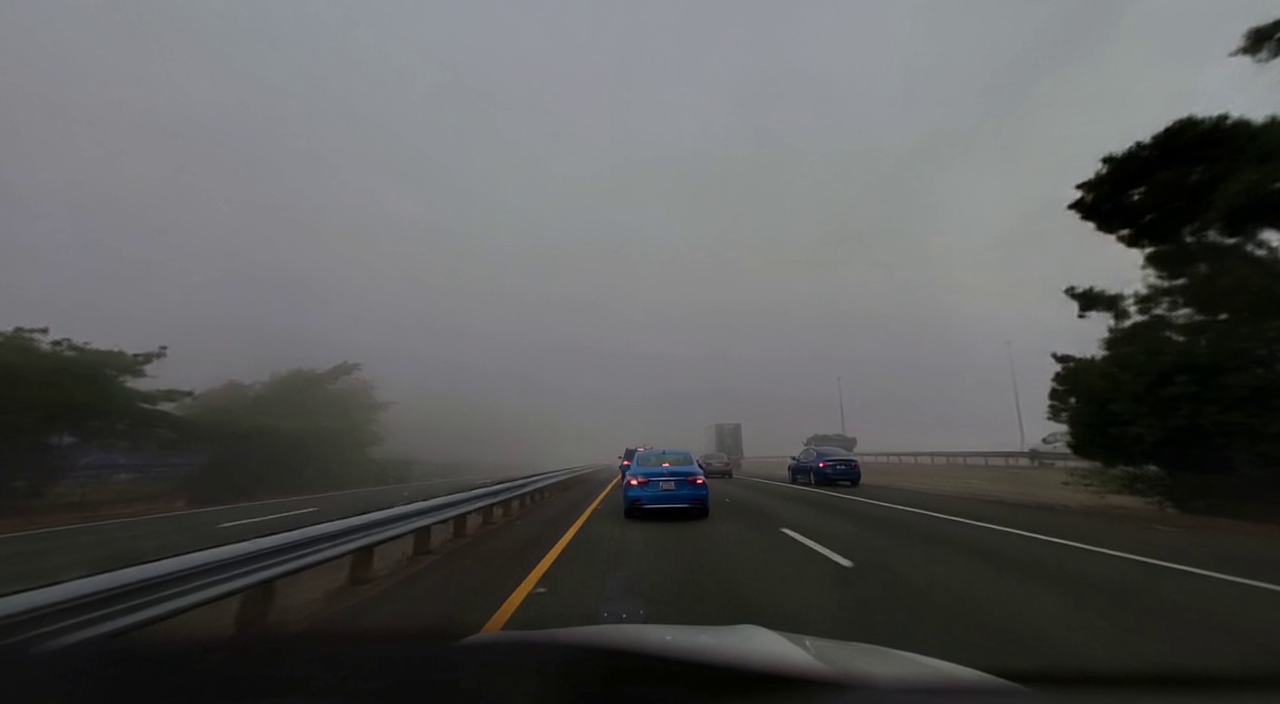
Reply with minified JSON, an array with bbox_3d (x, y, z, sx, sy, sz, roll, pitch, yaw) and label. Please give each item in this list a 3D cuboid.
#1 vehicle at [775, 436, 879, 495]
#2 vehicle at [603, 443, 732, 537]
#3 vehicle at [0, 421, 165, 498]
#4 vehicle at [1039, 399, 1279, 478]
[{"bbox_3d":[6.379,3.936,22.167,2.177,1.827,4.565,0,-9,-1],"label":"vehicle"},{"bbox_3d":[0.423,2.535,12.126,2.076,1.485,3.774,0,-9,-1],"label":"vehicle"},{"bbox_3d":[-33.472,6.448,38.398,2.902,3.981,7.819,-3,-8,0],"label":"vehicle"},{"bbox_3d":[31.592,5.530,39.248,2.822,3.996,14.073,1,-9,-7],"label":"vehicle"}]
